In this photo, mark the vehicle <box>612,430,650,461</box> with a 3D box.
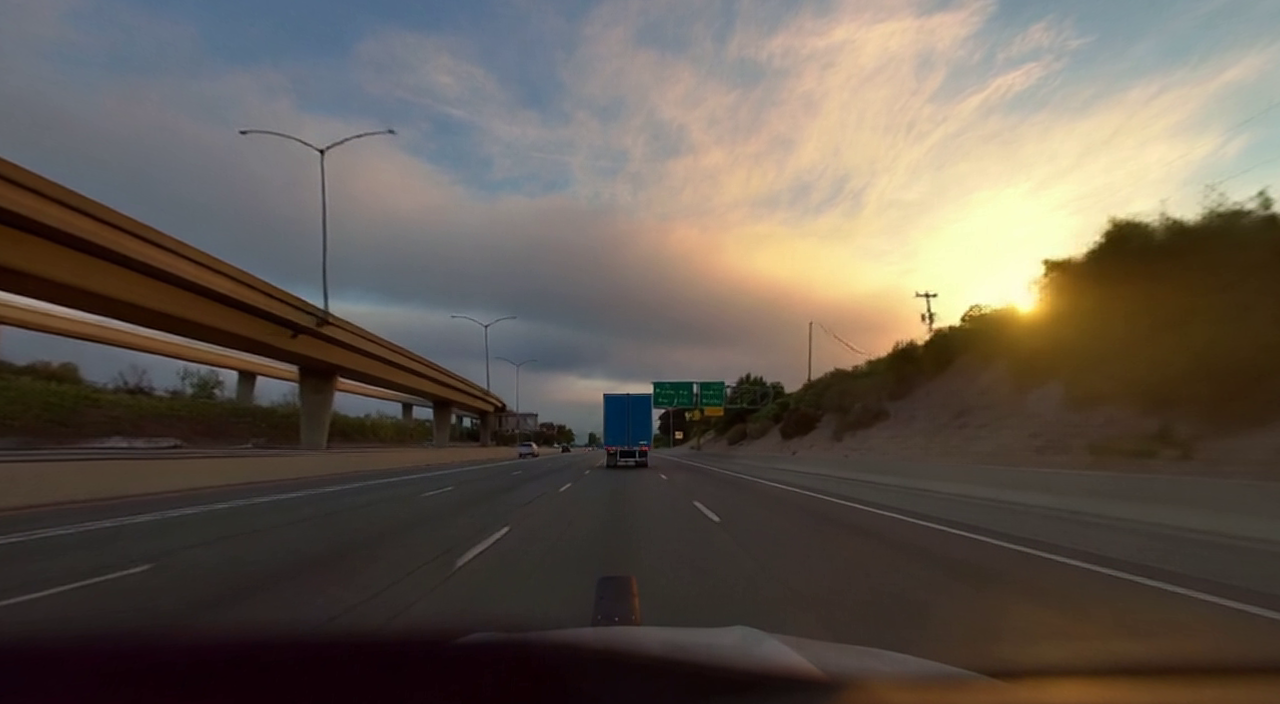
[{"bbox_3d":[-0.548,5.298,35.839,2.052,1.666,4.358,0,-8,-2],"label":"vehicle"}]

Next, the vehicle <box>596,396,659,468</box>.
[{"bbox_3d":[-0.626,5.020,38.519,3.233,3.678,11.032,1,-9,0],"label":"vehicle"}]
